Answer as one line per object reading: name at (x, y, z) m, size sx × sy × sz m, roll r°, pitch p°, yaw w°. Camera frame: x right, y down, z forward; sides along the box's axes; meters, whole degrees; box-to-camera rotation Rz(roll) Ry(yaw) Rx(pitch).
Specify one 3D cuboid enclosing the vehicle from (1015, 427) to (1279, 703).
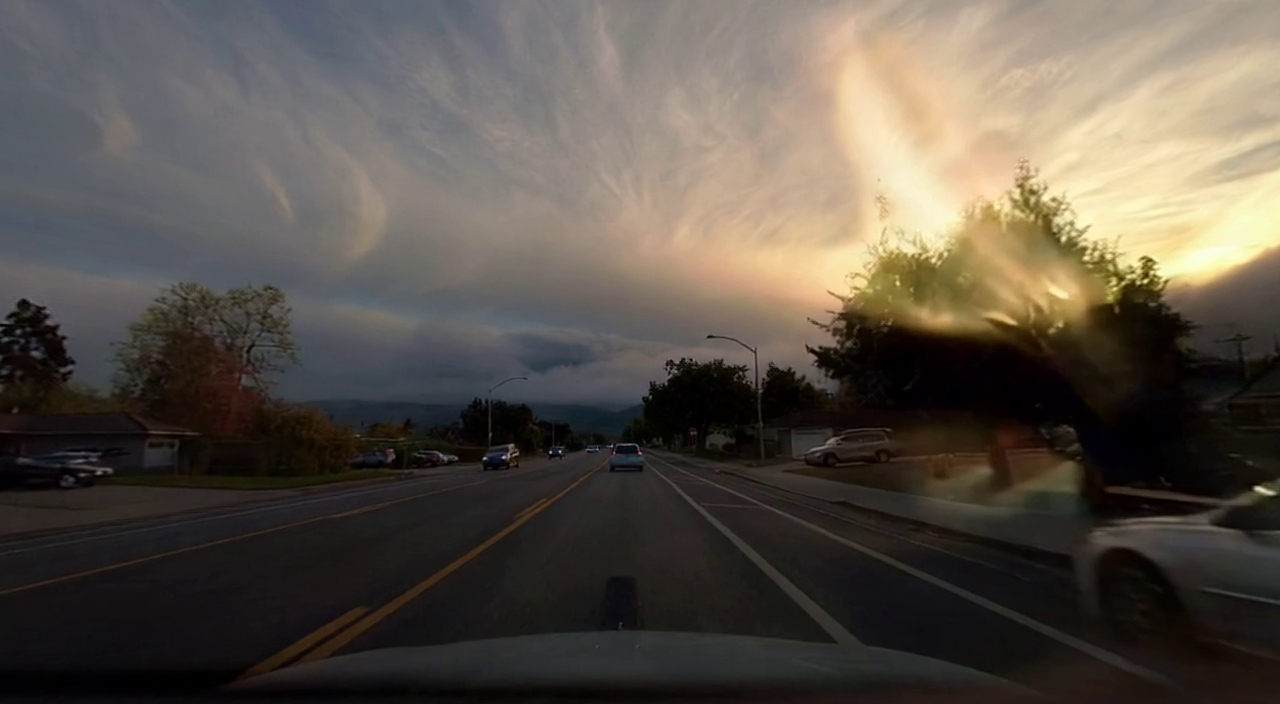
vehicle at (4.317, 1.082, 2.914) m, size 2.001 × 1.480 × 5.022 m, roll 0°, pitch -8°, yaw -1°

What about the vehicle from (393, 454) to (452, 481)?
vehicle at (-13.488, 7.152, 39.444) m, size 1.950 × 1.530 × 4.856 m, roll 0°, pitch -8°, yaw 0°

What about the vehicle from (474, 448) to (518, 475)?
vehicle at (-8.735, 6.659, 38.506) m, size 1.791 × 1.514 × 3.702 m, roll 0°, pitch -8°, yaw 0°

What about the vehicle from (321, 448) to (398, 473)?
vehicle at (-20.213, 7.835, 45.701) m, size 4.627 × 1.720 × 1.983 m, roll 0°, pitch -9°, yaw -5°

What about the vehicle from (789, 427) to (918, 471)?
vehicle at (10.475, 4.761, 31.275) m, size 5.526 × 1.849 × 2.213 m, roll -2°, pitch -6°, yaw -2°

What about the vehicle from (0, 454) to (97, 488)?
vehicle at (-27.571, 5.313, 28.354) m, size 4.428 × 1.450 × 2.173 m, roll 0°, pitch -8°, yaw 2°

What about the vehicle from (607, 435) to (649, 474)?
vehicle at (-0.607, 5.608, 34.807) m, size 2.153 × 1.942 × 4.767 m, roll 0°, pitch -8°, yaw 0°
